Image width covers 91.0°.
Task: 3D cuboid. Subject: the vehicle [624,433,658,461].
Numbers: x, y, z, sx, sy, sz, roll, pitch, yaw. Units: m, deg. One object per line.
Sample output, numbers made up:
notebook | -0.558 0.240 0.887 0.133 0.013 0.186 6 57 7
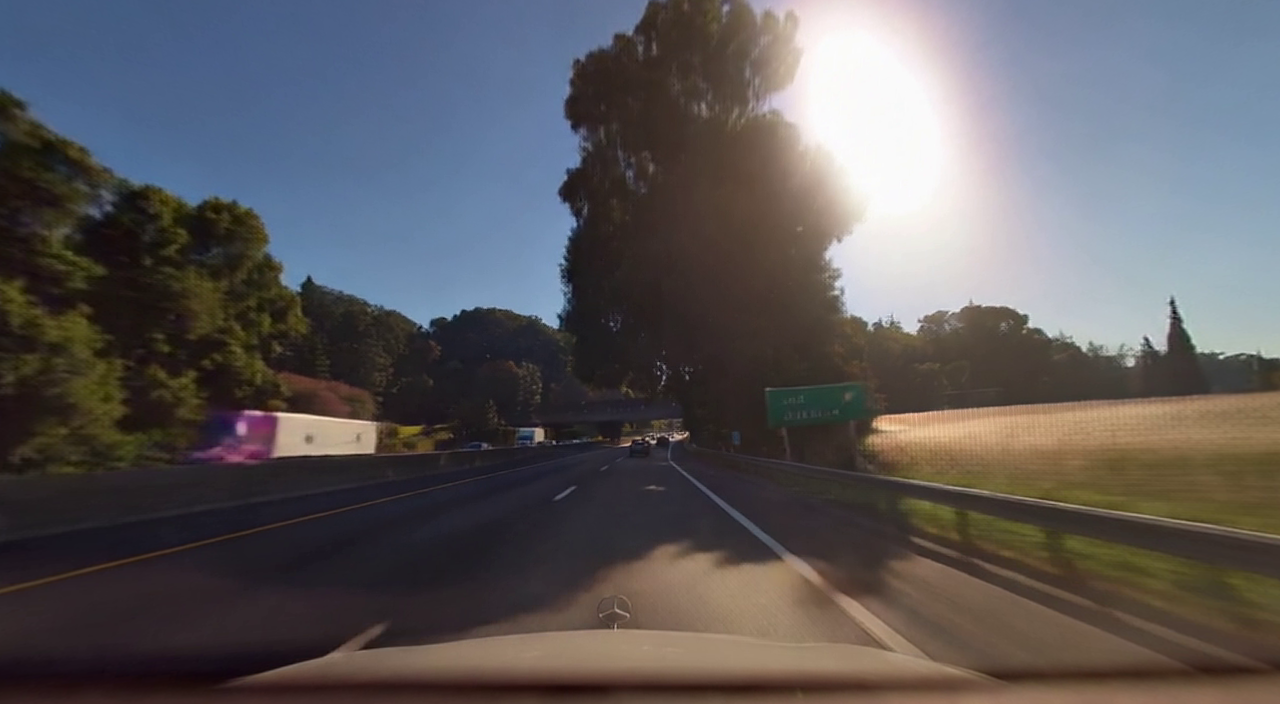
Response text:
vehicle | 0.090 6.566 43.701 2.188 1.825 4.282 -1 -8 1

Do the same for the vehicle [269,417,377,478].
vehicle | -17.842 5.431 35.973 2.761 3.164 6.270 -1 -8 1

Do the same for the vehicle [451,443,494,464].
vehicle | -12.645 7.678 47.878 1.935 1.490 4.367 -1 -8 2

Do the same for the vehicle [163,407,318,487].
vehicle | -17.996 4.344 29.024 2.670 3.221 6.504 -1 -8 2
